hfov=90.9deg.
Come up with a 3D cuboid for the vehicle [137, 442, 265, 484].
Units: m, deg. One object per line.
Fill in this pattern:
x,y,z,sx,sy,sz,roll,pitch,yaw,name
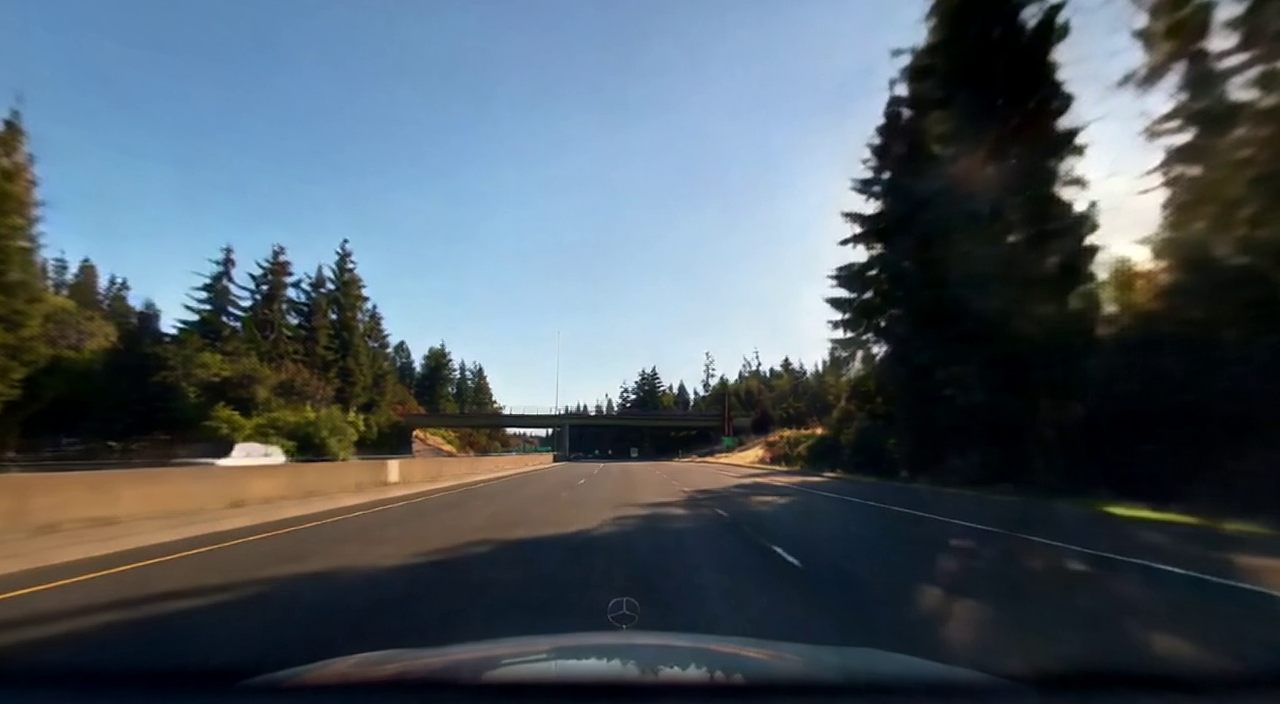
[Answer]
-17.597,4.470,25.595,1.954,1.534,4.568,0,-9,-1,vehicle
